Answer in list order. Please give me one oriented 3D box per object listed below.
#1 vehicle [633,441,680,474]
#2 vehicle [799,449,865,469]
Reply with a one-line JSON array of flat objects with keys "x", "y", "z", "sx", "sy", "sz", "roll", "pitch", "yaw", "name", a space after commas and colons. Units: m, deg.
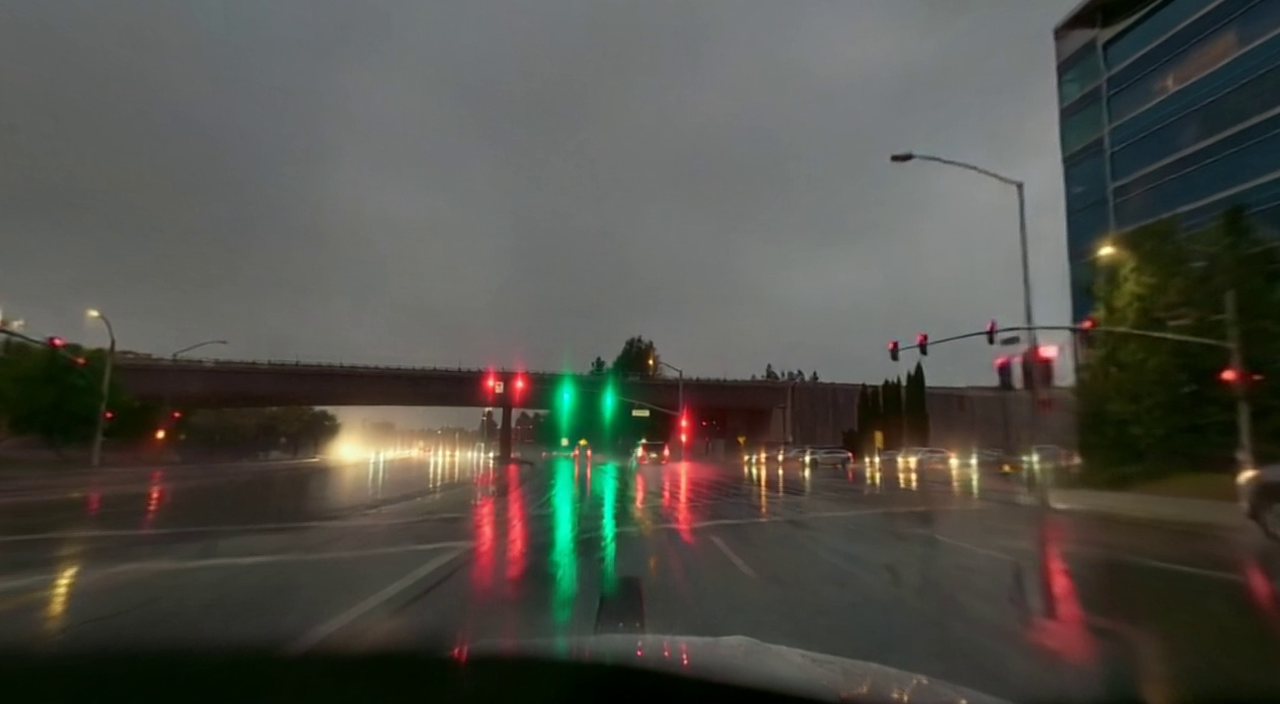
[{"x": 0.856, "y": 5.896, "z": 35.454, "sx": 2.024, "sy": 1.724, "sz": 3.928, "roll": 1, "pitch": -9, "yaw": -7, "name": "vehicle"}, {"x": 14.437, "y": 7.990, "z": 47.489, "sx": 4.538, "sy": 1.417, "sz": 1.948, "roll": 4, "pitch": -9, "yaw": -26, "name": "vehicle"}]
